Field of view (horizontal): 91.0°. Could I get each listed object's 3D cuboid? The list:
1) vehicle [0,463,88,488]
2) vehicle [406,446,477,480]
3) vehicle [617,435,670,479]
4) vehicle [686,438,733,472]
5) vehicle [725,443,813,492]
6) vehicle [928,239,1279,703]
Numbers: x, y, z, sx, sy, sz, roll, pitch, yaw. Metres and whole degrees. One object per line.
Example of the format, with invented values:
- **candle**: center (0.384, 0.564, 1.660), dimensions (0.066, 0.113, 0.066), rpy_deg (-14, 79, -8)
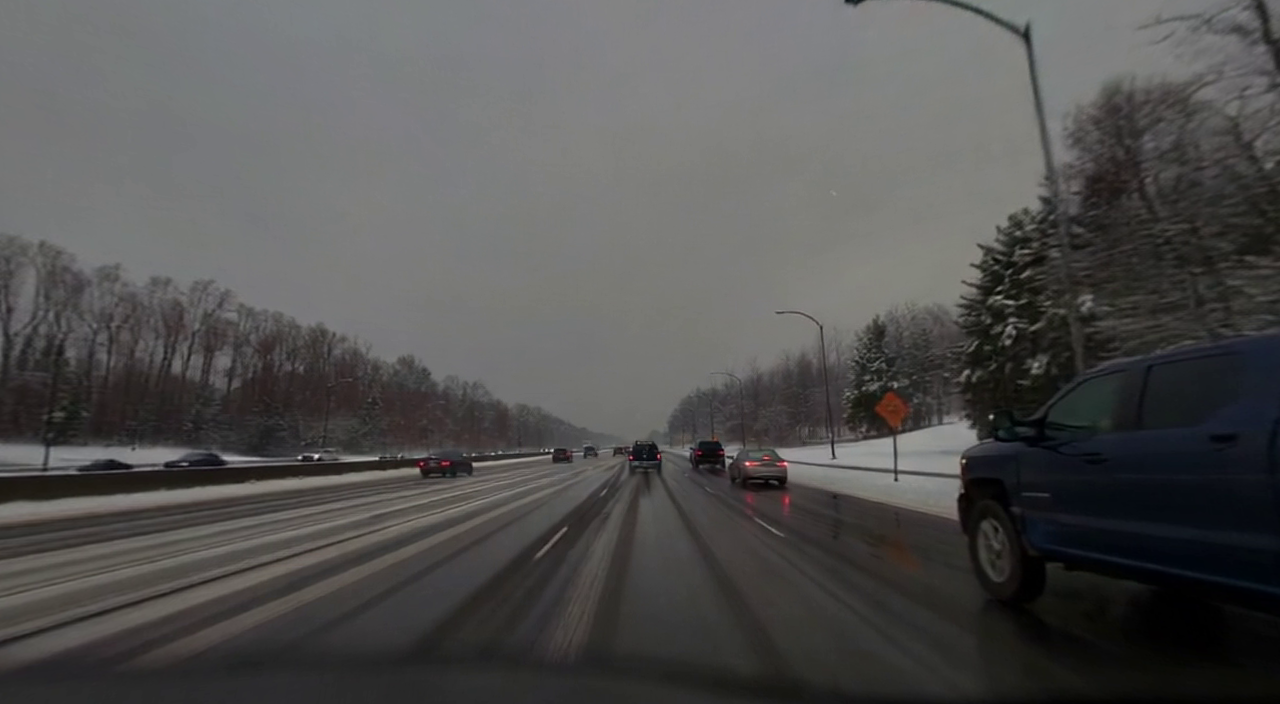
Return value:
- **vehicle**: center (-40.934, 8.454, 43.238), dimensions (1.861, 1.506, 4.595), rpy_deg (0, -9, 1)
- **vehicle**: center (-9.783, 5.494, 31.438), dimensions (1.989, 1.529, 4.433), rpy_deg (0, -9, 1)
- **vehicle**: center (0.169, 5.130, 30.943), dimensions (2.372, 1.957, 5.121), rpy_deg (0, -9, 1)
- **vehicle**: center (4.343, 6.562, 40.334), dimensions (2.388, 1.998, 5.749), rpy_deg (0, -9, 0)
- **vehicle**: center (4.338, 3.977, 22.013), dimensions (2.057, 1.508, 4.767), rpy_deg (0, -9, 0)
- **vehicle**: center (3.845, 0.572, 2.310), dimensions (2.521, 2.101, 6.467), rpy_deg (0, -9, 0)
